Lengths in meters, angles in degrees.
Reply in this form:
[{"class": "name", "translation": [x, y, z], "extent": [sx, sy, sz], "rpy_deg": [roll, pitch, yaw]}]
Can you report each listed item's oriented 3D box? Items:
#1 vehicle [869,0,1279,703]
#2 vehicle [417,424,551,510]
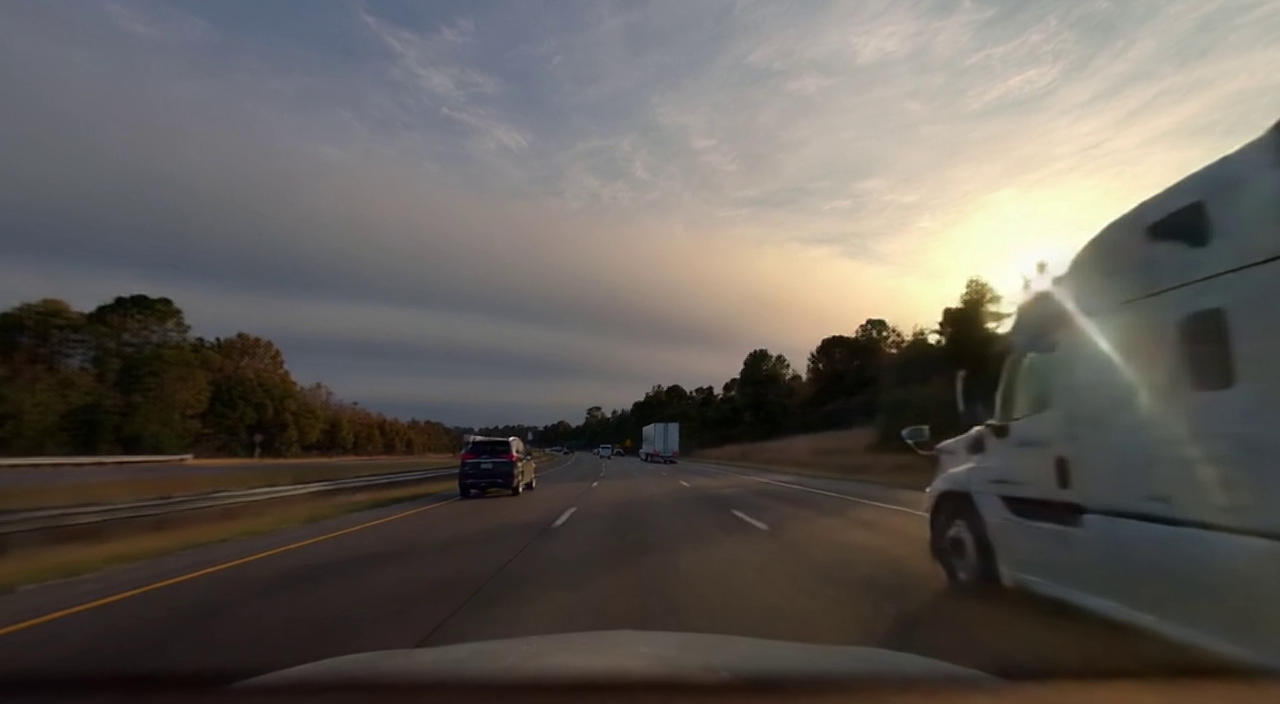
[{"class": "vehicle", "translation": [4.297, -0.235, 2.293], "extent": [2.958, 3.990, 10.216], "rpy_deg": [0, -9, 0]}, {"class": "vehicle", "translation": [-3.918, 3.008, 16.945], "extent": [2.337, 1.942, 4.984], "rpy_deg": [0, -9, -1]}]
